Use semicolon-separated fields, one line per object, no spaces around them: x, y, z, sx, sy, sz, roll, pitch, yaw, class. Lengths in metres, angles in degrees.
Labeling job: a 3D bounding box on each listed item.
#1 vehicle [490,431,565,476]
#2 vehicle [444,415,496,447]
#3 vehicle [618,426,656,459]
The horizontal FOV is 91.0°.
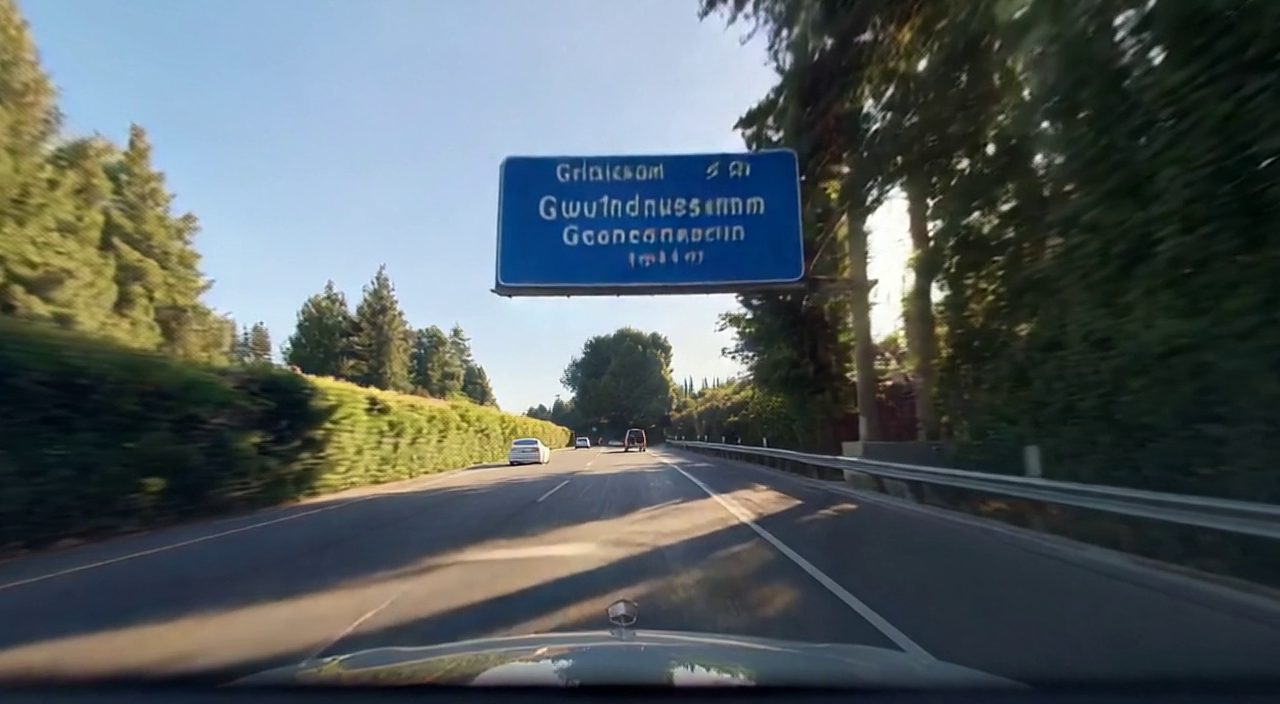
-4.160;3.813;23.960;2.062;1.567;4.117;0;-8;0;vehicle
-13.259;6.248;49.530;2.474;2.352;5.794;0;-8;0;vehicle
-0.215;5.646;39.401;2.223;1.957;4.416;0;-8;-1;vehicle
